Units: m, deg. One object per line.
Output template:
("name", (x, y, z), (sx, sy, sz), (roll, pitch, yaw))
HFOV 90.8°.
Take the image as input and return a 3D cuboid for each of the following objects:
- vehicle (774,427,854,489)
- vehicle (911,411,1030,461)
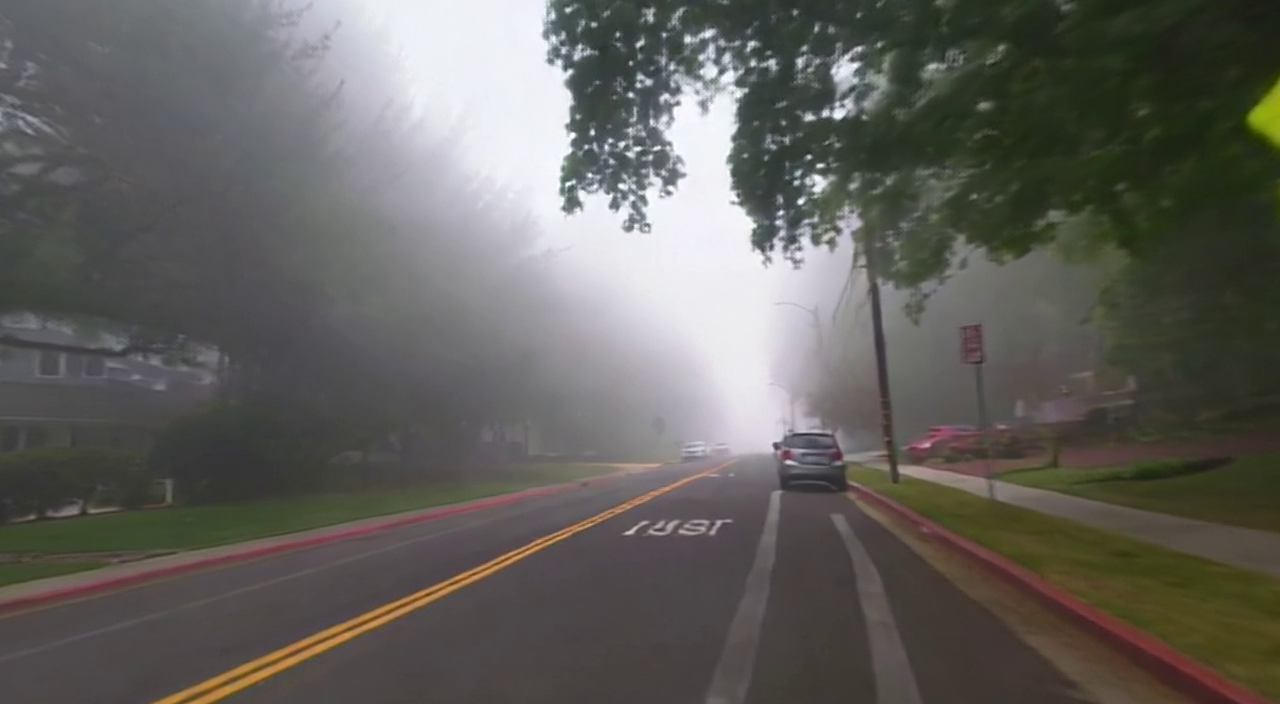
("vehicle", (5.568, 3.433, 20.738), (2.204, 1.776, 4.262), (-2, -9, 12))
("vehicle", (14.579, 3.703, 27.900), (4.390, 1.696, 1.954), (-4, -7, -19))
